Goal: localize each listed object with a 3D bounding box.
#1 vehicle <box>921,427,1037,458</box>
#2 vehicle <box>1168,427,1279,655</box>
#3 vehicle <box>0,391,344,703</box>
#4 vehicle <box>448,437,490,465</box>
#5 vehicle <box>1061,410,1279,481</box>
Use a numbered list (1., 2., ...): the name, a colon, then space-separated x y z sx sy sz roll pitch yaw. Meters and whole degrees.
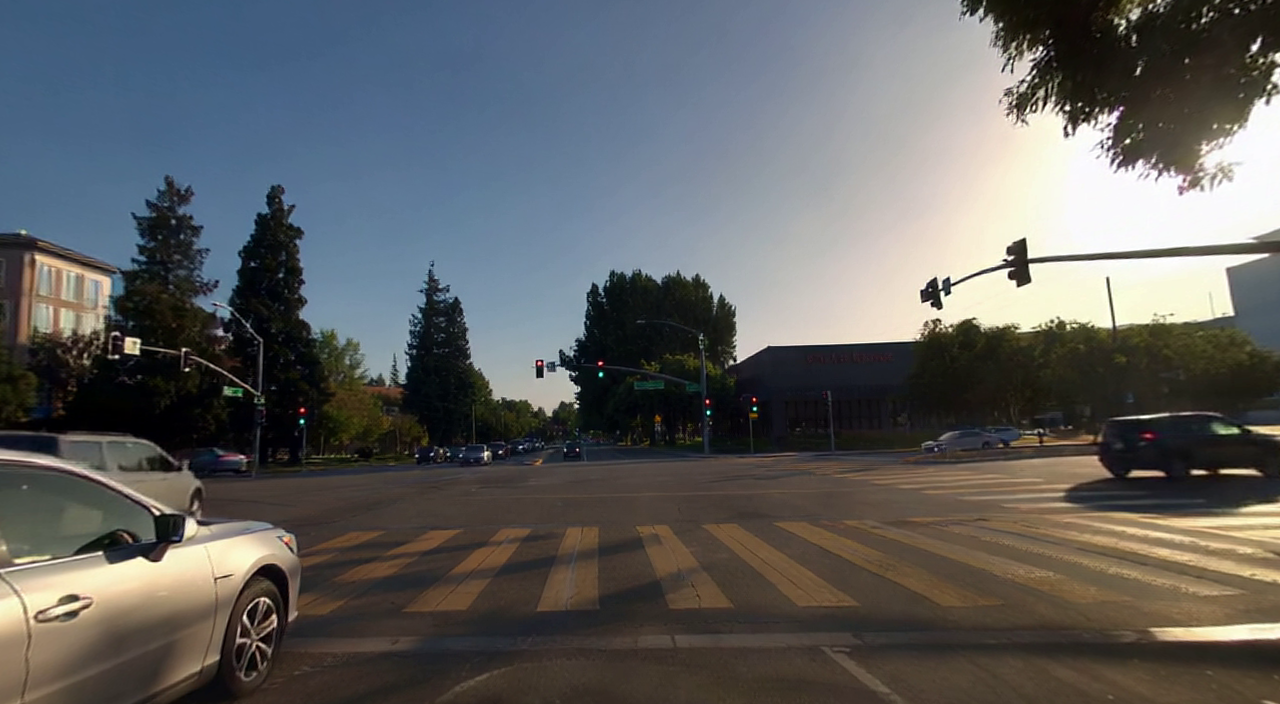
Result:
1. vehicle: 16.925 4.541 31.688 4.660 1.495 2.007 0 -8 -2
2. vehicle: 4.937 0.989 2.559 1.949 1.449 4.530 -1 -8 5
3. vehicle: -3.063 0.891 2.152 1.919 1.478 4.720 0 -8 -1
4. vehicle: -12.825 7.412 47.567 2.051 1.715 4.346 -2 -6 -2
5. vehicle: 15.281 2.682 18.139 4.778 1.871 2.109 -1 -8 3
